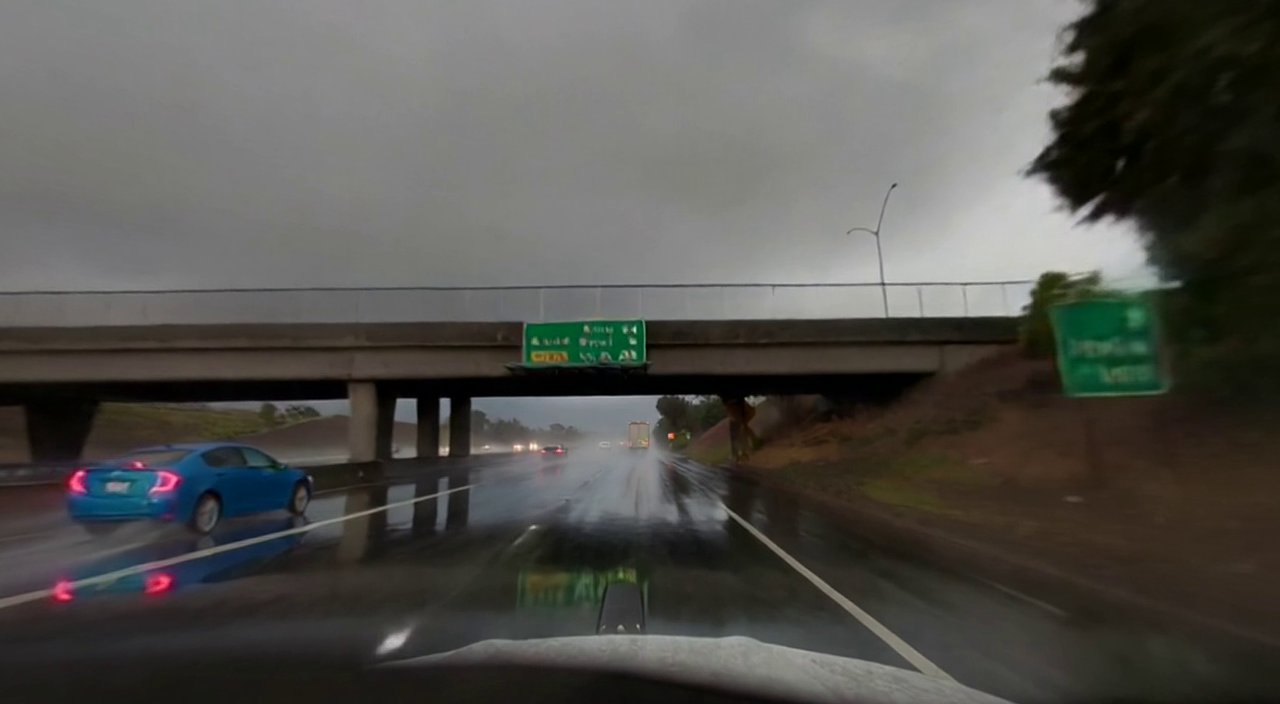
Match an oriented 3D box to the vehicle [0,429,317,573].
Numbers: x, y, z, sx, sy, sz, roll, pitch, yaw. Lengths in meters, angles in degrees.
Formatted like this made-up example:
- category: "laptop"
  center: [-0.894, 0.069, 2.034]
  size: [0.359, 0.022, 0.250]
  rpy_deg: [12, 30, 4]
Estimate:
- category: "vehicle"
  center: [-6.997, 1.965, 9.186]
  size: [2.096, 1.541, 4.610]
  rpy_deg: [0, -8, 0]
